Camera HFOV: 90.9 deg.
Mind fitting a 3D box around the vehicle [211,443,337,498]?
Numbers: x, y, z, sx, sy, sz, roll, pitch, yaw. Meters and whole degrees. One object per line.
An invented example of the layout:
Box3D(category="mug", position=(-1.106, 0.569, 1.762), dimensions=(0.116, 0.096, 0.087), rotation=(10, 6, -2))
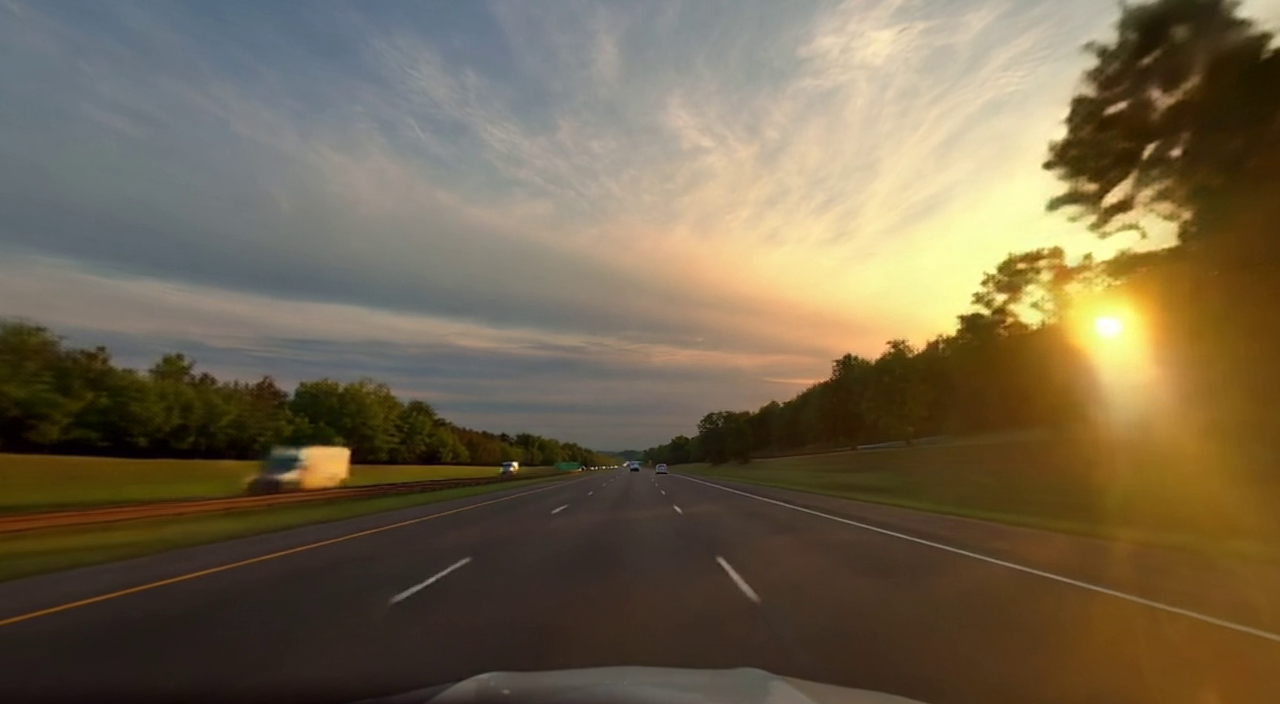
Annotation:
Box3D(category="vehicle", position=(-16.836, 5.546, 29.522), dimensions=(2.243, 2.265, 5.976), rotation=(1, -10, 0))
